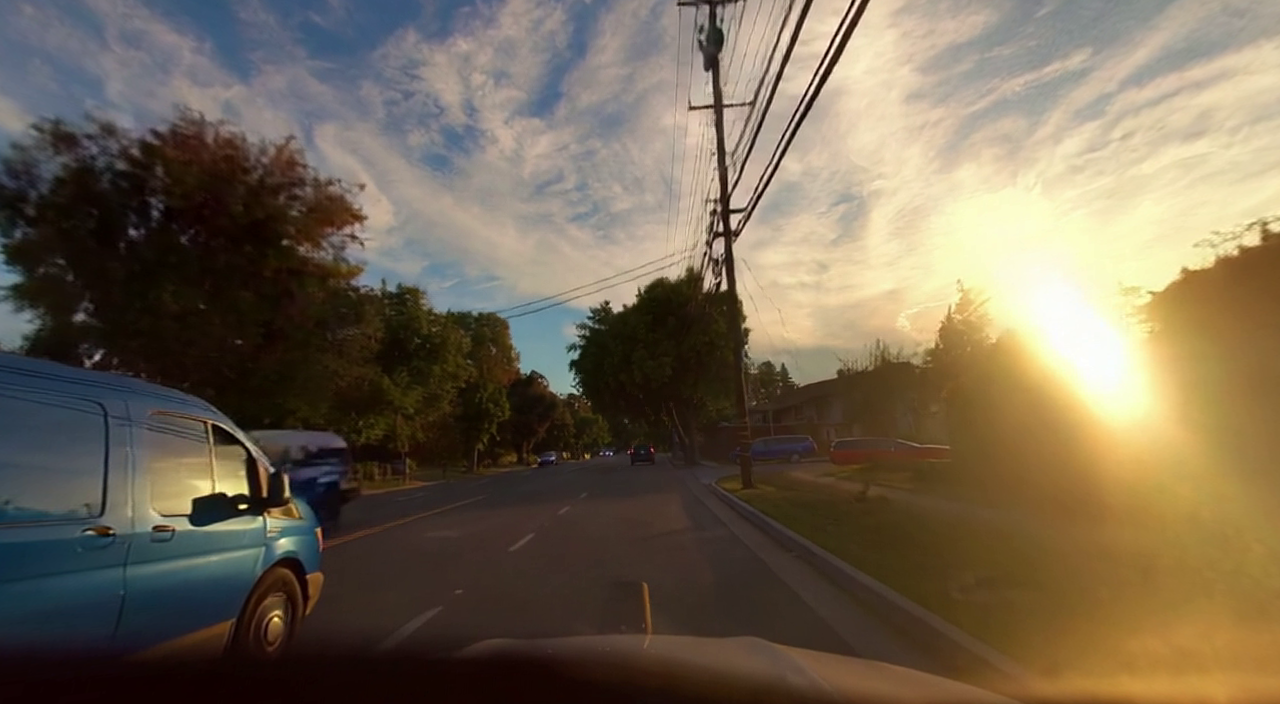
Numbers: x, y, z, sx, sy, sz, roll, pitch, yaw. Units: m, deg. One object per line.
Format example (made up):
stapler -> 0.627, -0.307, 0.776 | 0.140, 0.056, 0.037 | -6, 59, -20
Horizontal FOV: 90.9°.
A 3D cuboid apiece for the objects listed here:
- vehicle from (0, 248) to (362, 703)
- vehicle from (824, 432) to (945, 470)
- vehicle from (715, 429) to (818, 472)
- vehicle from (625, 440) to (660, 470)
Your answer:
vehicle -> -3.568, 0.694, 2.328 | 2.336, 2.152, 5.866 | 0, -9, 1
vehicle -> 10.261, 4.179, 26.726 | 4.295, 1.505, 1.918 | 0, -8, 1
vehicle -> 6.791, 5.264, 33.660 | 5.012, 1.711, 2.457 | -8, -9, 14
vehicle -> 0.176, 6.391, 39.234 | 2.120, 1.718, 3.909 | 0, -9, 1
